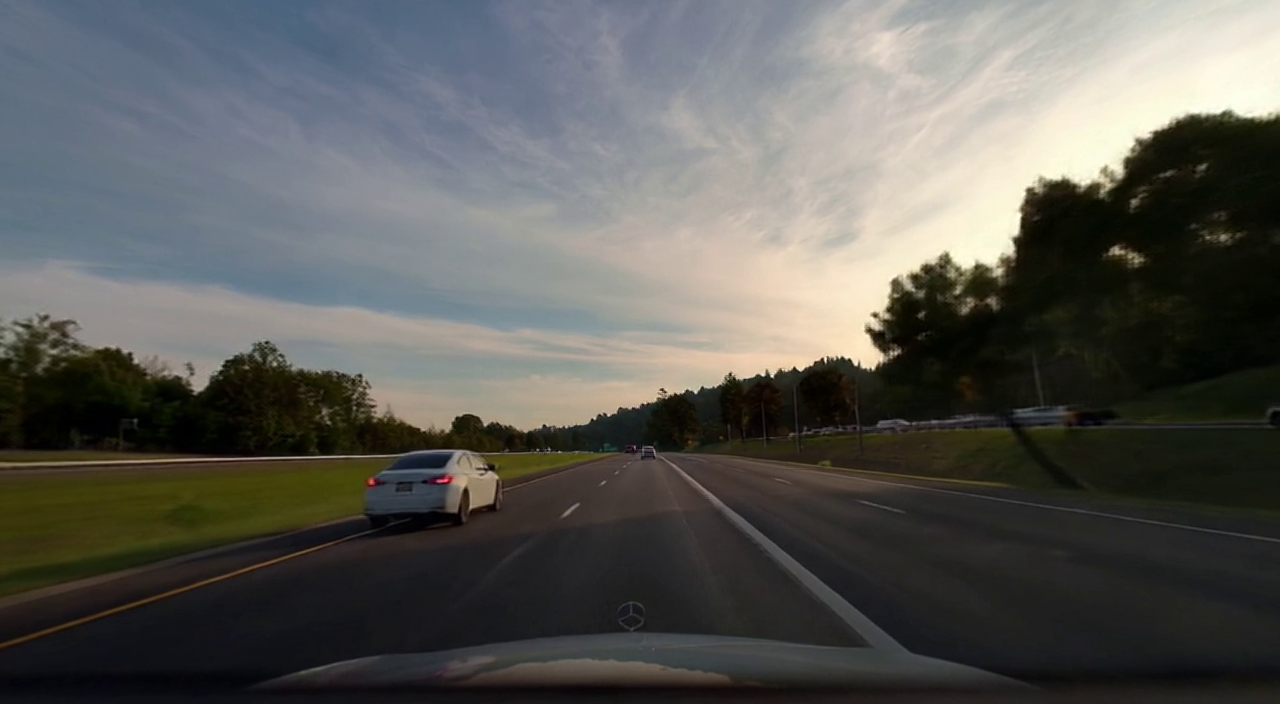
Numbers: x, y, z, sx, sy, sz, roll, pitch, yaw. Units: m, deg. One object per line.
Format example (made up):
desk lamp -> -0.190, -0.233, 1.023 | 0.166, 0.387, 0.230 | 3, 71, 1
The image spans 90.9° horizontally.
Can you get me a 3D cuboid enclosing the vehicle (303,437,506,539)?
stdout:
vehicle -> -4.049, 2.397, 11.816 | 2.021, 1.526, 4.385 | 0, -8, 1
